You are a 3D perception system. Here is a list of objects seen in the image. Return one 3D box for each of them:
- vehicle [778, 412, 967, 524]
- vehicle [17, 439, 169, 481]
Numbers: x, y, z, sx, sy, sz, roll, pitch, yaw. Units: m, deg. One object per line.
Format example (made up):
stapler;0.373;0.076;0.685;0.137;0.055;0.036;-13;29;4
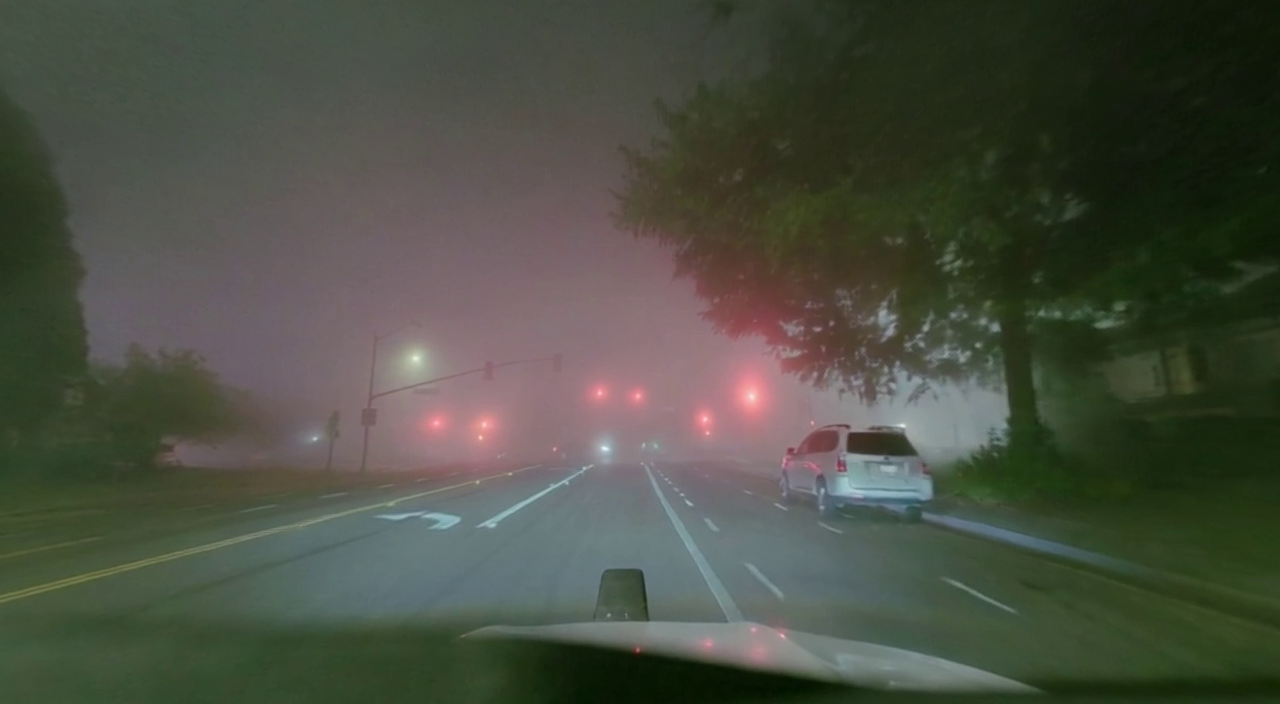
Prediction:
vehicle;4.414;2.292;12.940;2.170;1.869;4.594;0;-9;1
vehicle;-22.664;4.479;26.258;4.334;1.668;2.069;0;-9;-1
